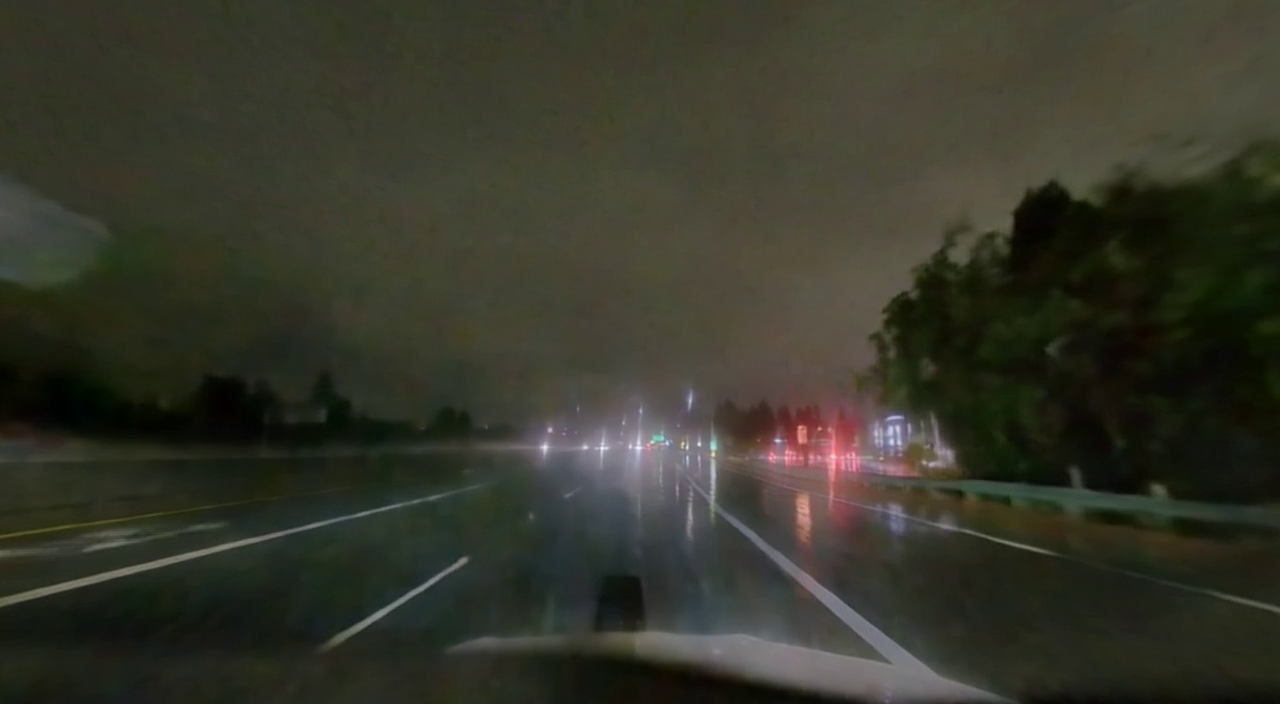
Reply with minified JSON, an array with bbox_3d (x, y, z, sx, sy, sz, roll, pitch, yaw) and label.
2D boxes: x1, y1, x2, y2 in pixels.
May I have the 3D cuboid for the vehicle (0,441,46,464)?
[{"bbox_3d":[-44.266,6.973,43.593,1.841,1.544,4.510,0,-9,0],"label":"vehicle"}]
